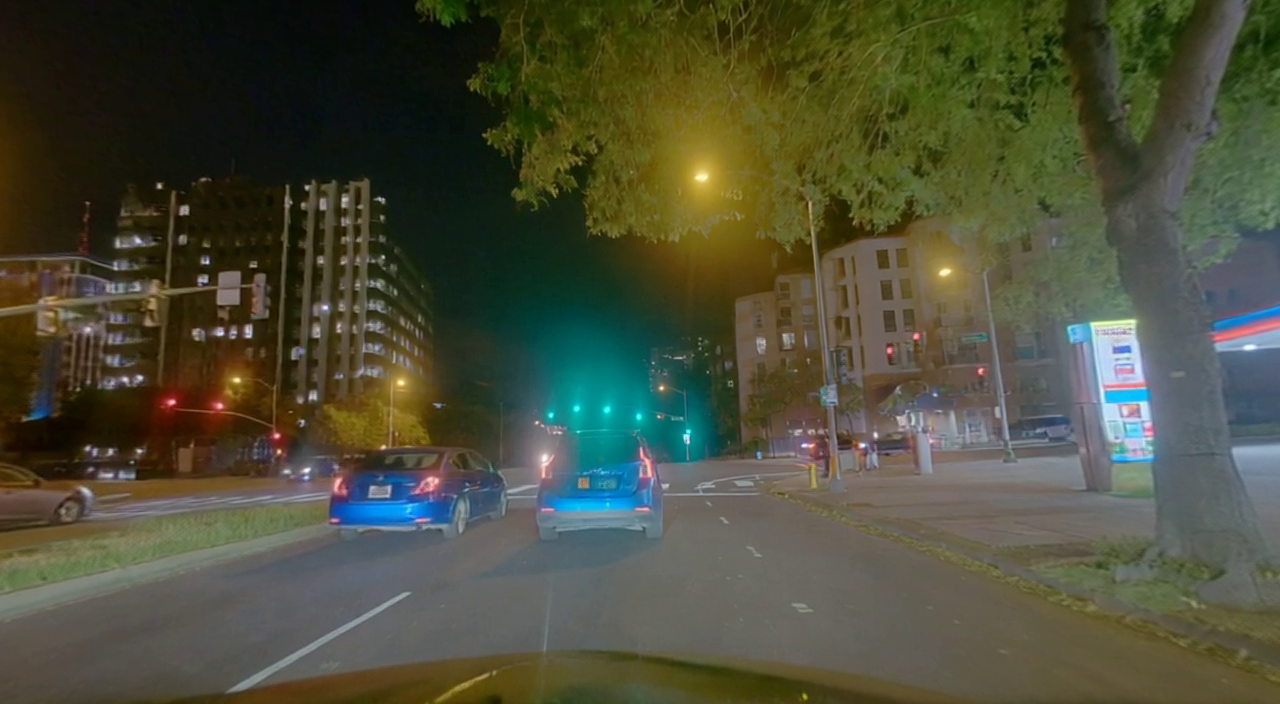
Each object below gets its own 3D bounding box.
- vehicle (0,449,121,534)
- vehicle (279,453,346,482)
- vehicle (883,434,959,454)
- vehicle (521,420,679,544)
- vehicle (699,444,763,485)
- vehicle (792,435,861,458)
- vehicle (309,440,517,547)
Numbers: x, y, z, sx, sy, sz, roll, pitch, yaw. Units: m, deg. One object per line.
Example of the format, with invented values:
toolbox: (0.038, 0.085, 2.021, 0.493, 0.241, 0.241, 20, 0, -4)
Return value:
vehicle: (-13.515, 2.803, 12.784, 1.995, 1.626, 4.592, 0, -8, 2)
vehicle: (-21.258, 7.464, 41.216, 1.890, 1.691, 4.591, 0, -8, 1)
vehicle: (20.770, 6.829, 46.840, 4.700, 1.417, 1.789, 0, -8, 1)
vehicle: (-0.555, 2.140, 11.047, 2.210, 1.722, 4.215, 0, -8, 0)
vehicle: (3.708, 4.404, 25.137, 1.976, 1.462, 4.342, -2, -9, 15)
vehicle: (13.885, 7.055, 47.129, 4.524, 1.681, 1.823, 0, -8, -1)
vehicle: (-3.658, 2.337, 11.188, 2.003, 1.492, 4.291, 0, -8, 1)
